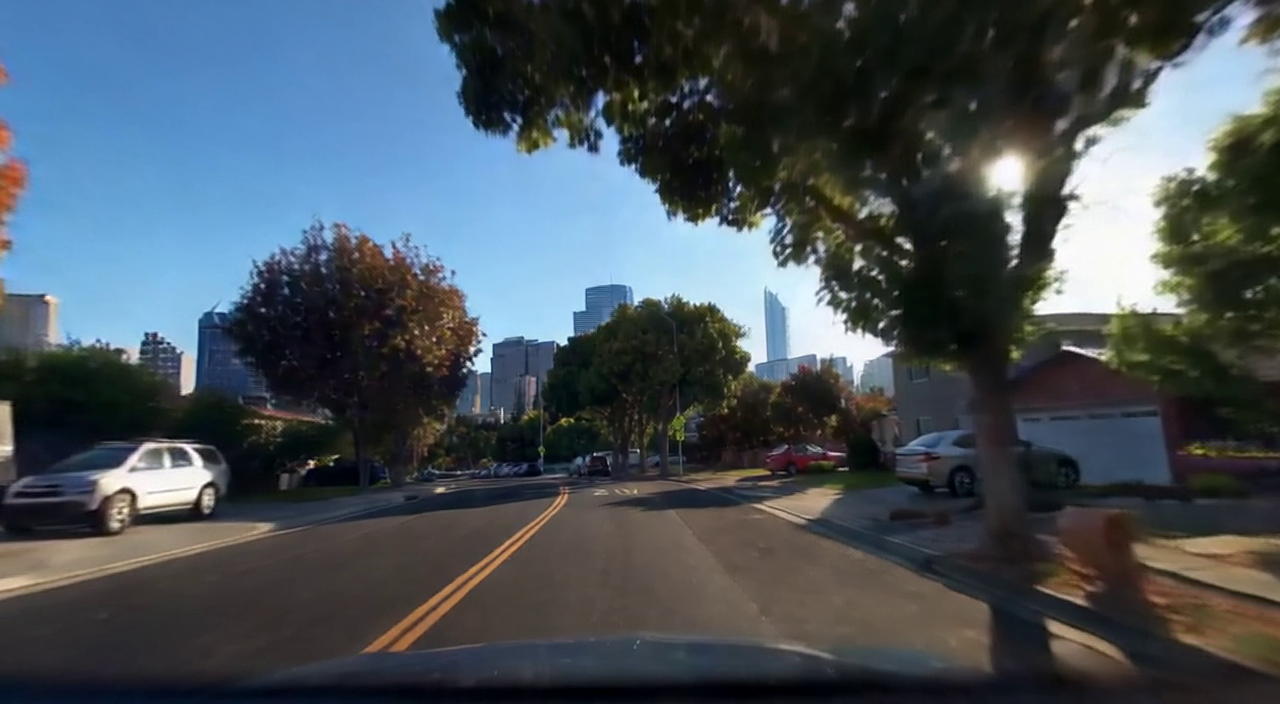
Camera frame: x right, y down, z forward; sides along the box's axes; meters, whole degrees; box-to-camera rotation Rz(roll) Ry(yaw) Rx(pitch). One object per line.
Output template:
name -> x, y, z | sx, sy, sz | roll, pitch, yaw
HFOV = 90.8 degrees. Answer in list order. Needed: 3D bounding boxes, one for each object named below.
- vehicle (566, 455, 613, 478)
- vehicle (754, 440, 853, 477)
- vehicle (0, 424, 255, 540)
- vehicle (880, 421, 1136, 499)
vehicle -> -3.844, 8.476, 46.993 | 2.181, 1.494, 5.023 | 3, -9, -20
vehicle -> 8.056, 5.226, 31.193 | 4.284, 1.522, 1.893 | 0, -8, -19
vehicle -> -10.276, 2.522, 13.031 | 2.073, 1.899, 4.869 | 1, -8, -7
vehicle -> 9.270, 2.665, 16.006 | 5.751, 1.733, 2.138 | 2, -9, -17
